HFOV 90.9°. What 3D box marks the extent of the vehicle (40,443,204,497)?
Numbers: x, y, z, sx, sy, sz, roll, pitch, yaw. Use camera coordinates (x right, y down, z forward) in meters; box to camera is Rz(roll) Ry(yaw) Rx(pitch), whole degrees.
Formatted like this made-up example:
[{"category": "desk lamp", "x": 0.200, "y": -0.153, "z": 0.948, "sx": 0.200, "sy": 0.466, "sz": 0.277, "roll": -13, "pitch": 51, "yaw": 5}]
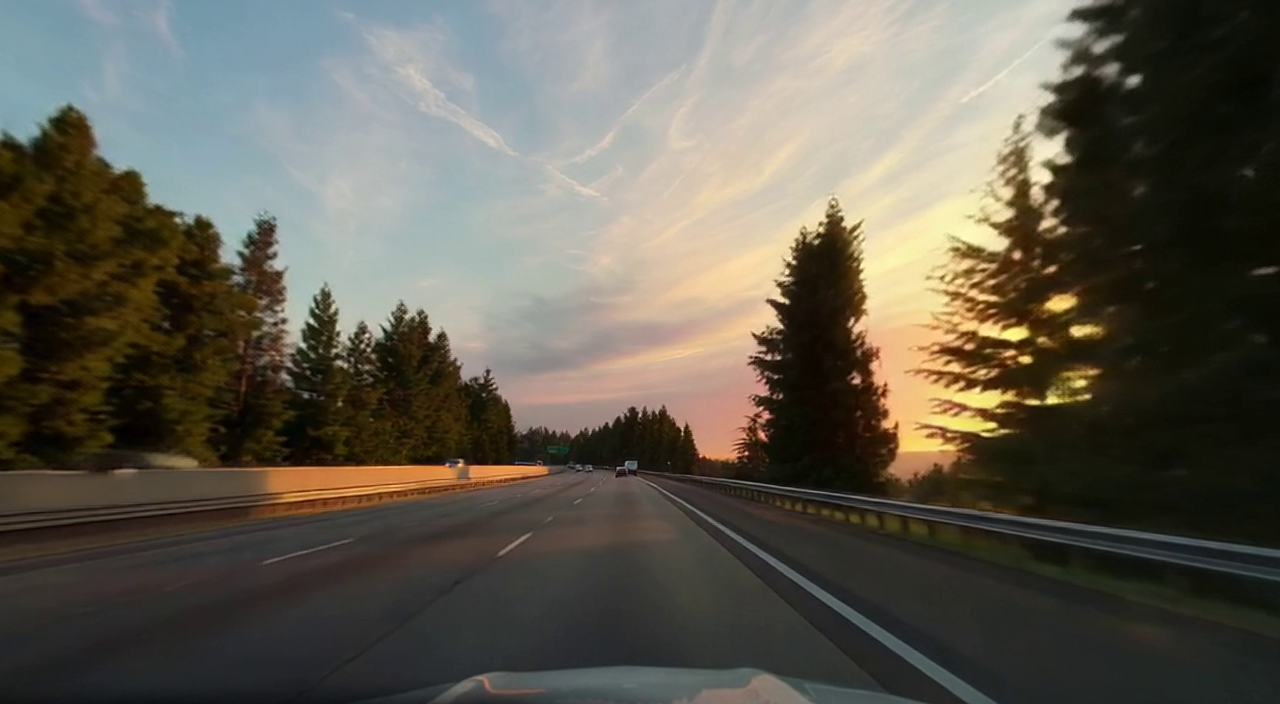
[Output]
[{"category": "vehicle", "x": -16.322, "y": 3.775, "z": 20.182, "sx": 1.832, "sy": 1.501, "sz": 3.975, "roll": 1, "pitch": -11, "yaw": 0}]
